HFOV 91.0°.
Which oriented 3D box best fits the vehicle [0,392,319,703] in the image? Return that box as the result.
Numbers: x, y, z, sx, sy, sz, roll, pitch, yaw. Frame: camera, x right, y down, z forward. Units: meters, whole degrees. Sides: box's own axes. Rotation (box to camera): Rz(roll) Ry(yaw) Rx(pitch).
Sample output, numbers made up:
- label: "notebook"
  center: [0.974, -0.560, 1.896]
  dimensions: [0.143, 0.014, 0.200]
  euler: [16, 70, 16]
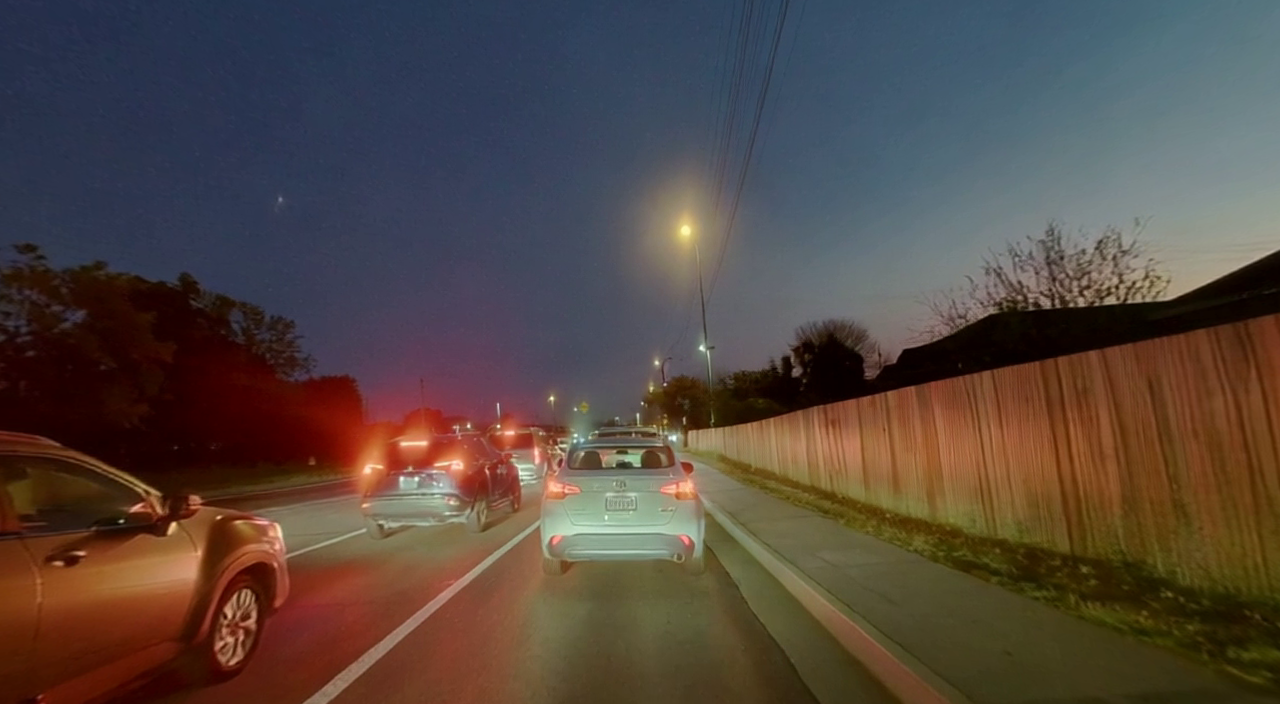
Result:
- label: "vehicle"
  center: [-3.167, 0.864, 1.859]
  dimensions: [1.980, 1.520, 4.636]
  euler: [0, -8, 0]

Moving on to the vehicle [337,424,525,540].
- label: "vehicle"
  center: [-3.230, 2.064, 10.578]
  dimensions: [1.850, 1.582, 3.688]
  euler: [0, -8, 0]

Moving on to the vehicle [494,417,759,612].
- label: "vehicle"
  center: [-0.137, 1.522, 6.768]
  dimensions: [1.995, 1.460, 3.865]
  euler: [0, -8, -1]
